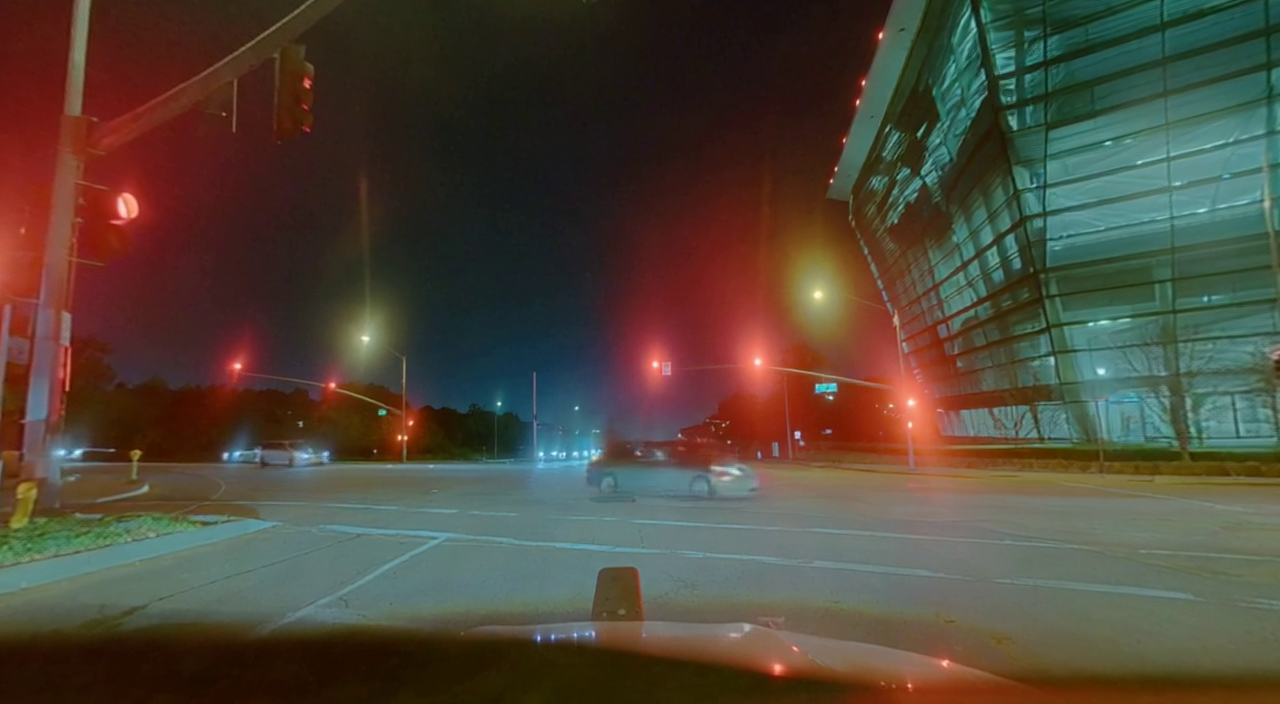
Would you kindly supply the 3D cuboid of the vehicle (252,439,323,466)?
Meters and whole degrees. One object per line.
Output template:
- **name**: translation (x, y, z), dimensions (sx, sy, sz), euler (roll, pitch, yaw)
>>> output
- **vehicle**: translation (-20.986, 5.961, 37.532), dimensions (4.110, 1.511, 1.883), euler (-6, -10, 33)

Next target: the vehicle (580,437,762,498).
- **vehicle**: translation (0.751, 3.142, 17.591), dimensions (4.798, 1.461, 1.939), euler (-7, -11, 37)
